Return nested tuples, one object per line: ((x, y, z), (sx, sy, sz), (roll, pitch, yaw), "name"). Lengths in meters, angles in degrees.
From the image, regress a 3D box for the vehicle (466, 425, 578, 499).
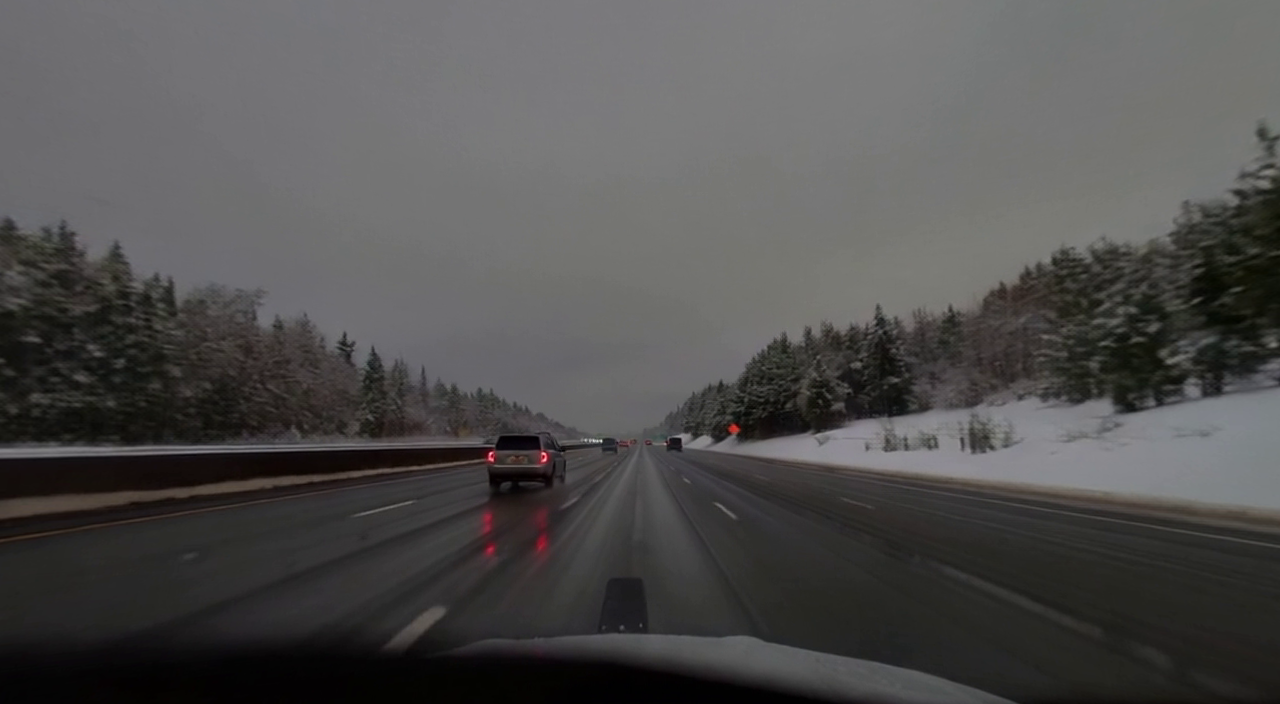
((-3.208, 3.135, 18.336), (2.218, 1.848, 4.789), (0, -9, 1), "vehicle")
